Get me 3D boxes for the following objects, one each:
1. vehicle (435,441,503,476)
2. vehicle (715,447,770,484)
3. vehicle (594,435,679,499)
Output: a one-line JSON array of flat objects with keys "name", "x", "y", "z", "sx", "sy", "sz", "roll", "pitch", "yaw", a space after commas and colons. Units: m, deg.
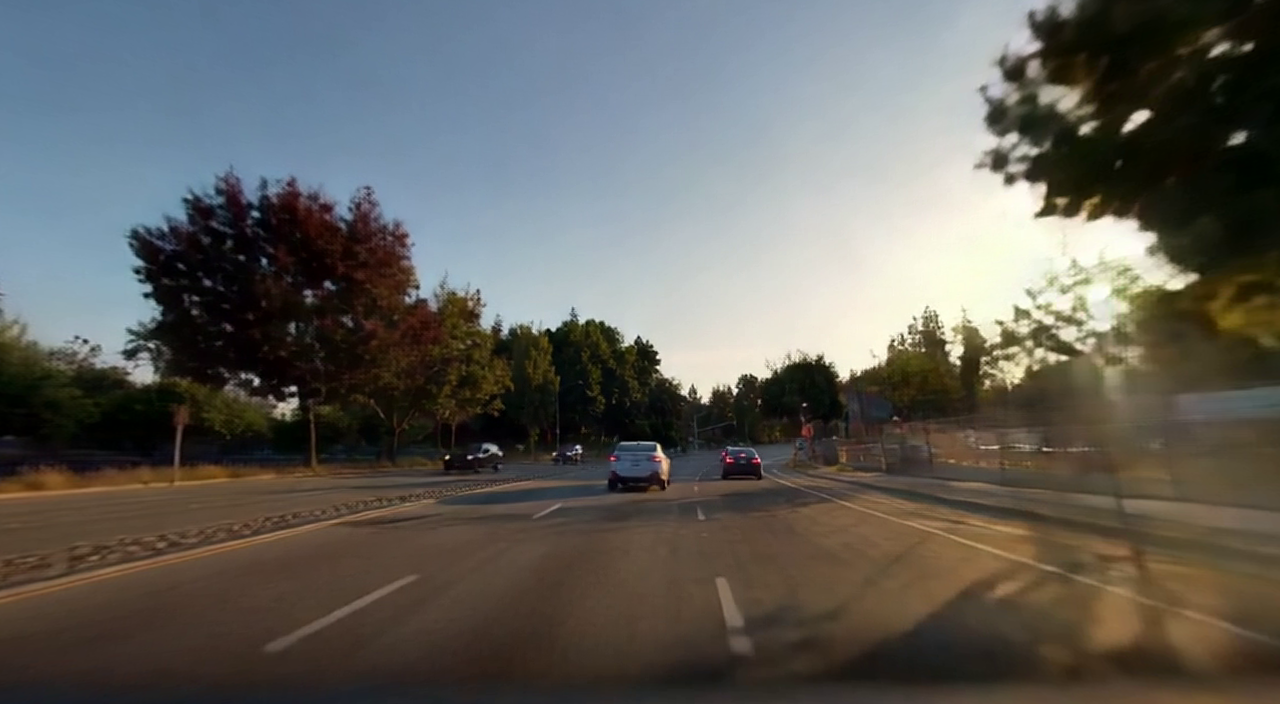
[{"name": "vehicle", "x": -9.437, "y": 5.925, "z": 35.258, "sx": 2.034, "sy": 1.791, "sz": 4.582, "roll": -1, "pitch": -9, "yaw": 7}, {"name": "vehicle", "x": 4.399, "y": 4.893, "z": 27.675, "sx": 2.147, "sy": 1.474, "sz": 4.083, "roll": -1, "pitch": -9, "yaw": 6}, {"name": "vehicle", "x": 0.035, "y": 3.396, "z": 19.089, "sx": 2.105, "sy": 1.676, "sz": 4.541, "roll": -1, "pitch": -9, "yaw": 5}]
